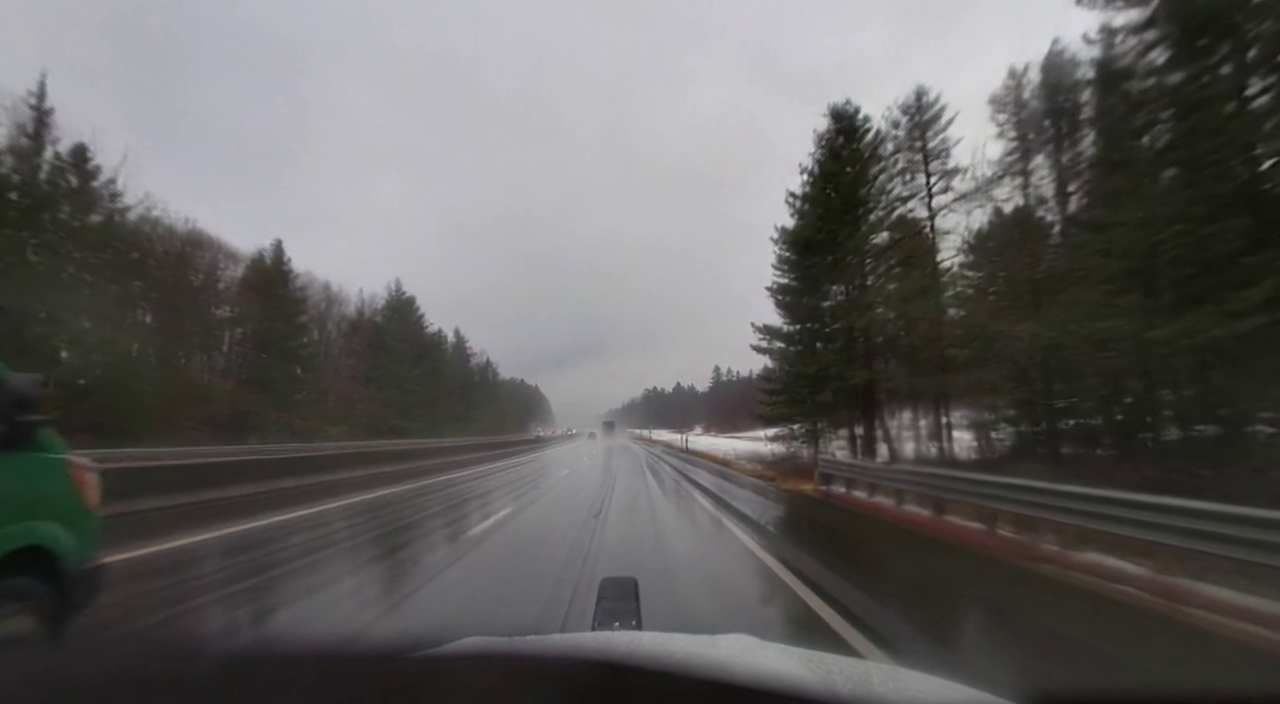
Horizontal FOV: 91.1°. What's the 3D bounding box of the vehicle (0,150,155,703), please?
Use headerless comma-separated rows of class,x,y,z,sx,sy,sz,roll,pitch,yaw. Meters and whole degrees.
vehicle,-4.011,0.125,0.674,2.561,2.509,5.465,0,-8,0
